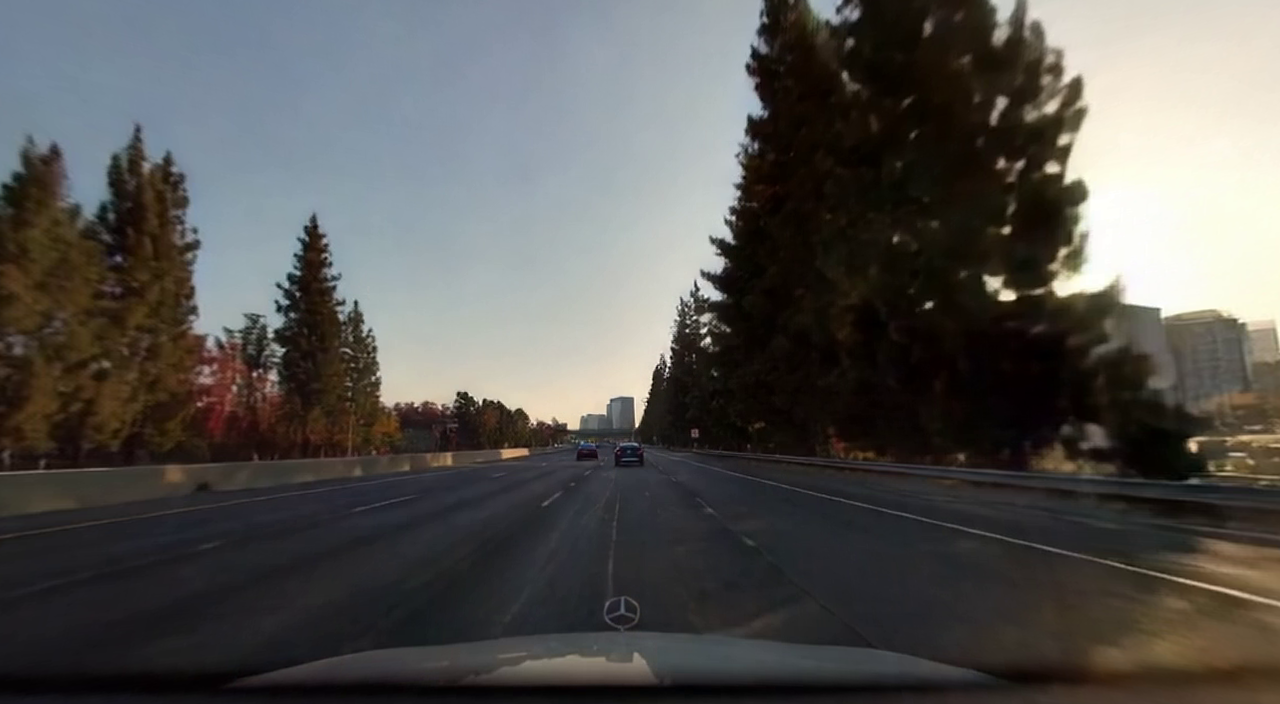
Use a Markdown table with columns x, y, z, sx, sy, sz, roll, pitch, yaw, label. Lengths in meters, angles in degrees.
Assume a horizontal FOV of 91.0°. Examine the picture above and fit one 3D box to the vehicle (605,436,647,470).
| x | y | z | sx | sy | sz | roll | pitch | yaw | label |
| --- | --- | --- | --- | --- | --- | --- | --- | --- | --- |
| -0.821 | 5.882 | 36.712 | 2.302 | 1.810 | 4.707 | 0 | -8 | -1 | vehicle |
